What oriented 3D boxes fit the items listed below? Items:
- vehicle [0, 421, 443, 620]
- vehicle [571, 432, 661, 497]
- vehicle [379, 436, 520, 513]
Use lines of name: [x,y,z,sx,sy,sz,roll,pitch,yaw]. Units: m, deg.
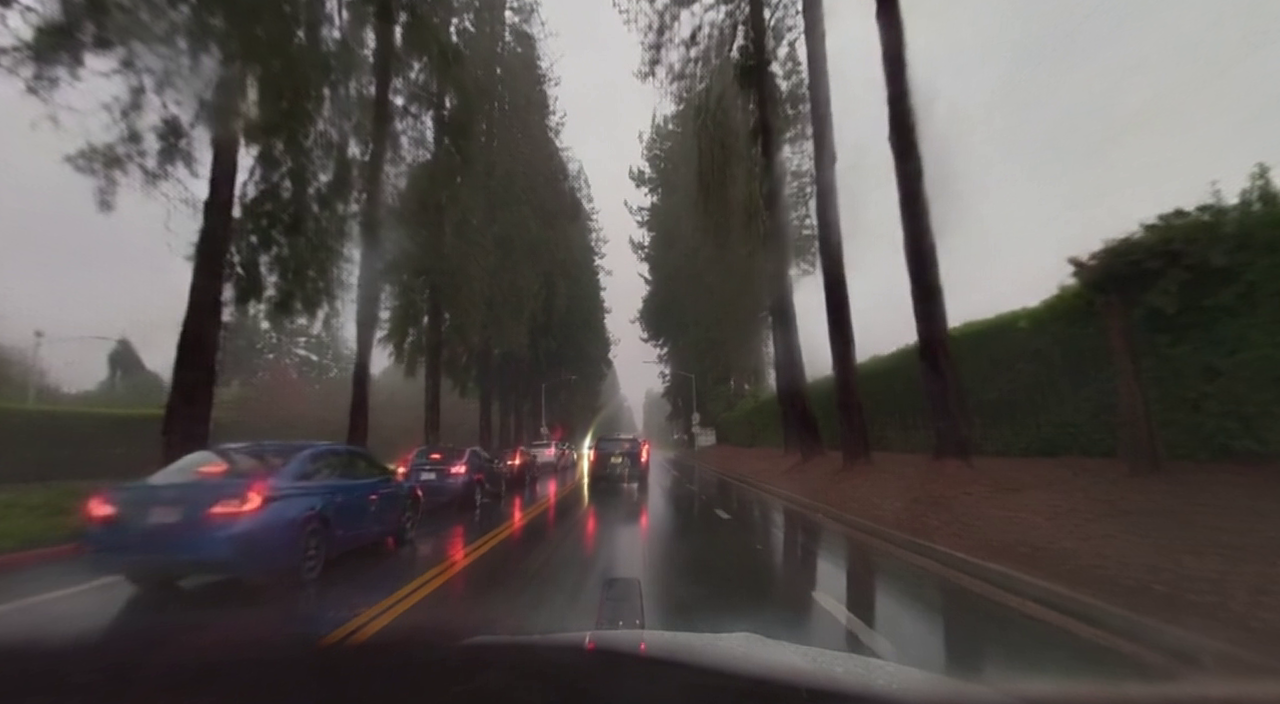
vehicle: [-3.982,1.603,7.117,1.968,1.459,4.734,0,-8,1]
vehicle: [-0.593,2.960,16.987,2.127,1.517,4.090,0,-8,-1]
vehicle: [-3.959,2.601,13.932,1.784,1.408,4.141,0,-8,1]
